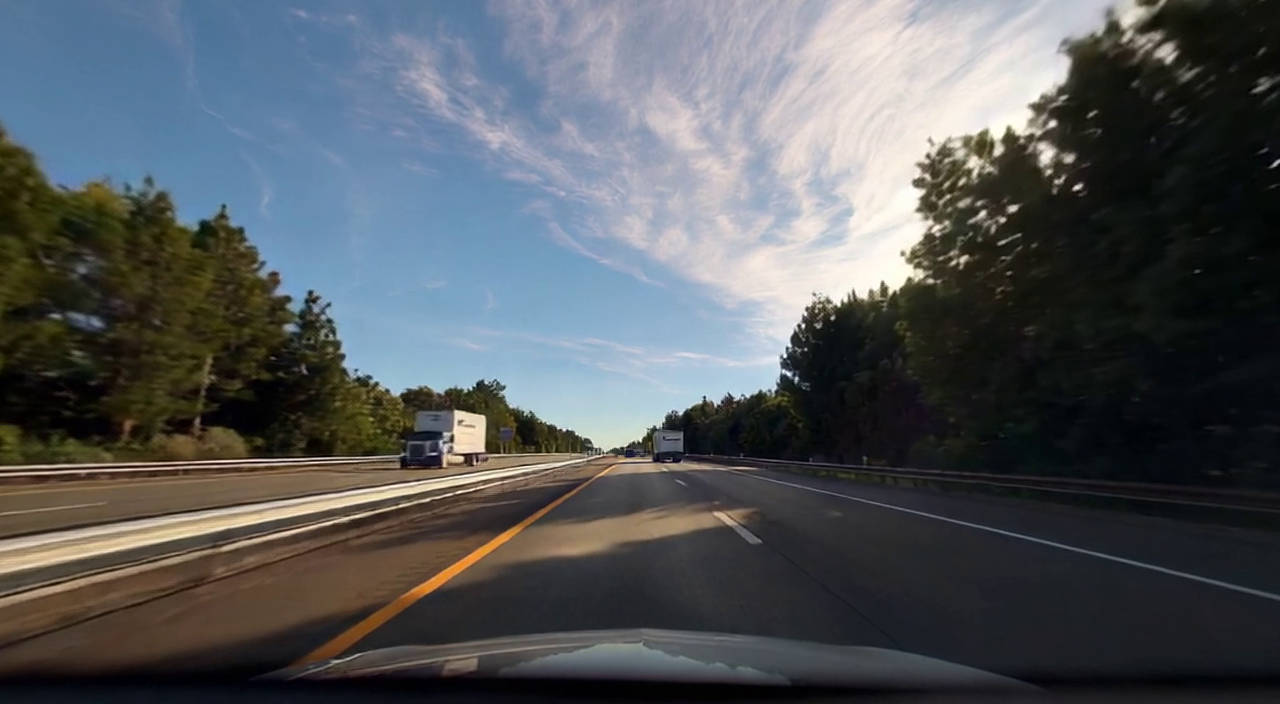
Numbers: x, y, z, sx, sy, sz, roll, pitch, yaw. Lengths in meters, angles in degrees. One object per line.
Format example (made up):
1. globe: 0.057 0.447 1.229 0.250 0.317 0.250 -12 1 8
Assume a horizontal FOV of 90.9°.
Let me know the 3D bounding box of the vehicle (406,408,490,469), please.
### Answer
1. vehicle: -13.542 6.312 45.617 3.001 3.888 9.974 0 -9 0
